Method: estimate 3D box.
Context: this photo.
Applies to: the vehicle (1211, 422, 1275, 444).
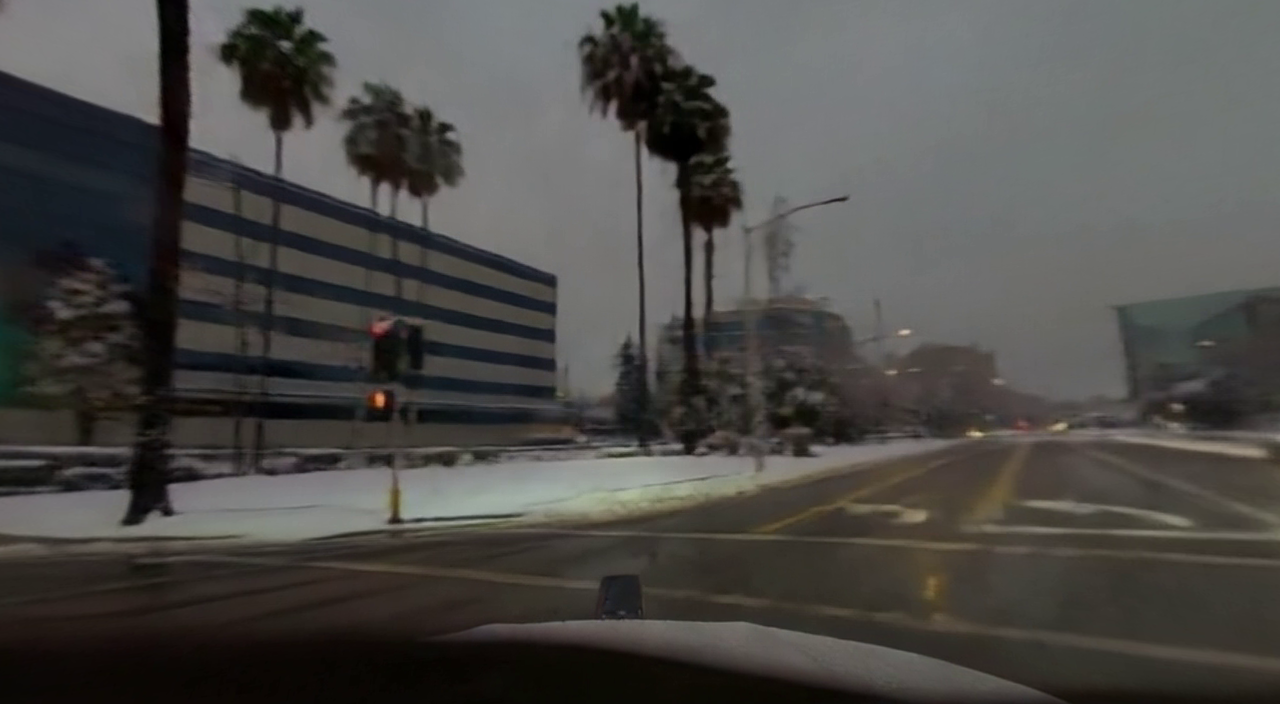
[{"bbox_3d":[43.976,5.958,46.158,1.779,1.445,4.309,-3,-9,21],"label":"vehicle"}]
